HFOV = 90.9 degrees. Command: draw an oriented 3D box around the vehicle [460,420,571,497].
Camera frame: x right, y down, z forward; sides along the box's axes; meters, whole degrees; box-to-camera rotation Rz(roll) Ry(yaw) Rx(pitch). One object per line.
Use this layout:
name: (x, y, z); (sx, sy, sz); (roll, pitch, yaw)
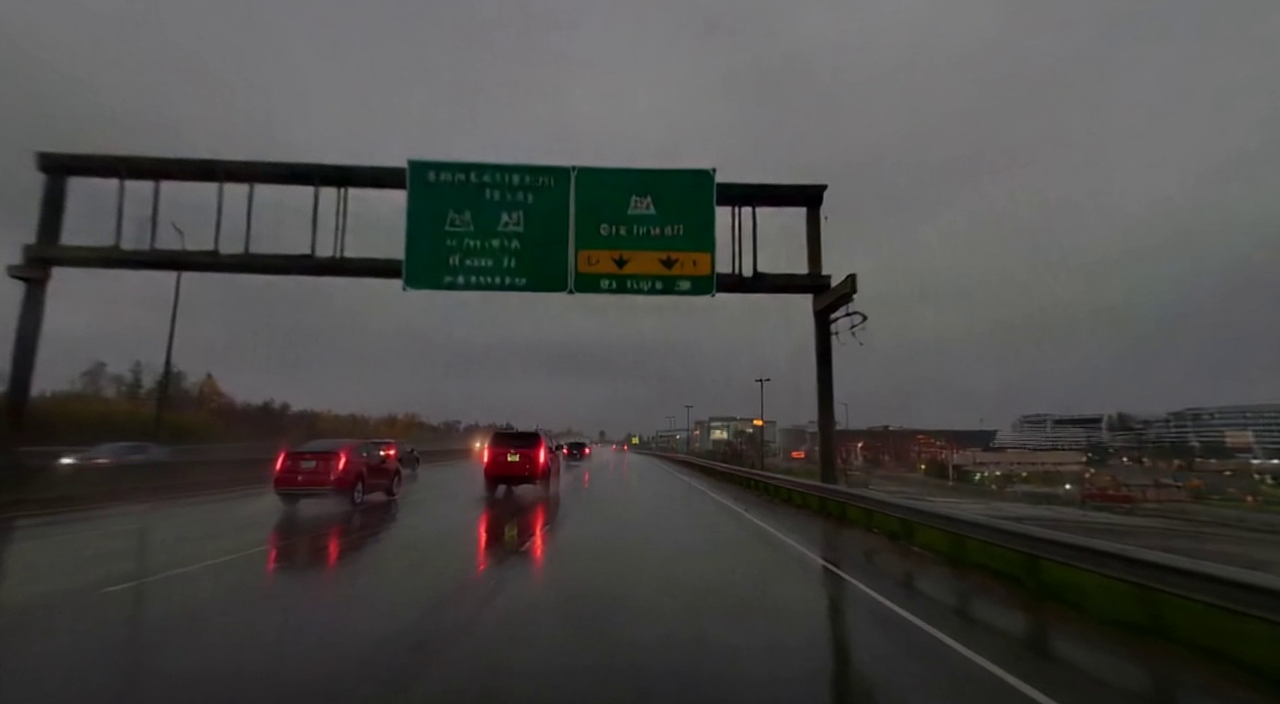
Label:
vehicle: (-3.553, 3.169, 19.172); (2.301, 1.985, 5.247); (0, -8, 0)

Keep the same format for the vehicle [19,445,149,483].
vehicle: (-24.023, 4.809, 27.498); (1.821, 1.485, 4.323); (0, -8, -2)

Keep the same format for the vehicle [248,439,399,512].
vehicle: (-7.283, 2.833, 14.928); (1.796, 1.509, 3.393); (0, -8, 0)

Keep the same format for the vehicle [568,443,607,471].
vehicle: (-3.078, 6.234, 37.683); (1.955, 1.614, 3.817); (0, -8, 0)
